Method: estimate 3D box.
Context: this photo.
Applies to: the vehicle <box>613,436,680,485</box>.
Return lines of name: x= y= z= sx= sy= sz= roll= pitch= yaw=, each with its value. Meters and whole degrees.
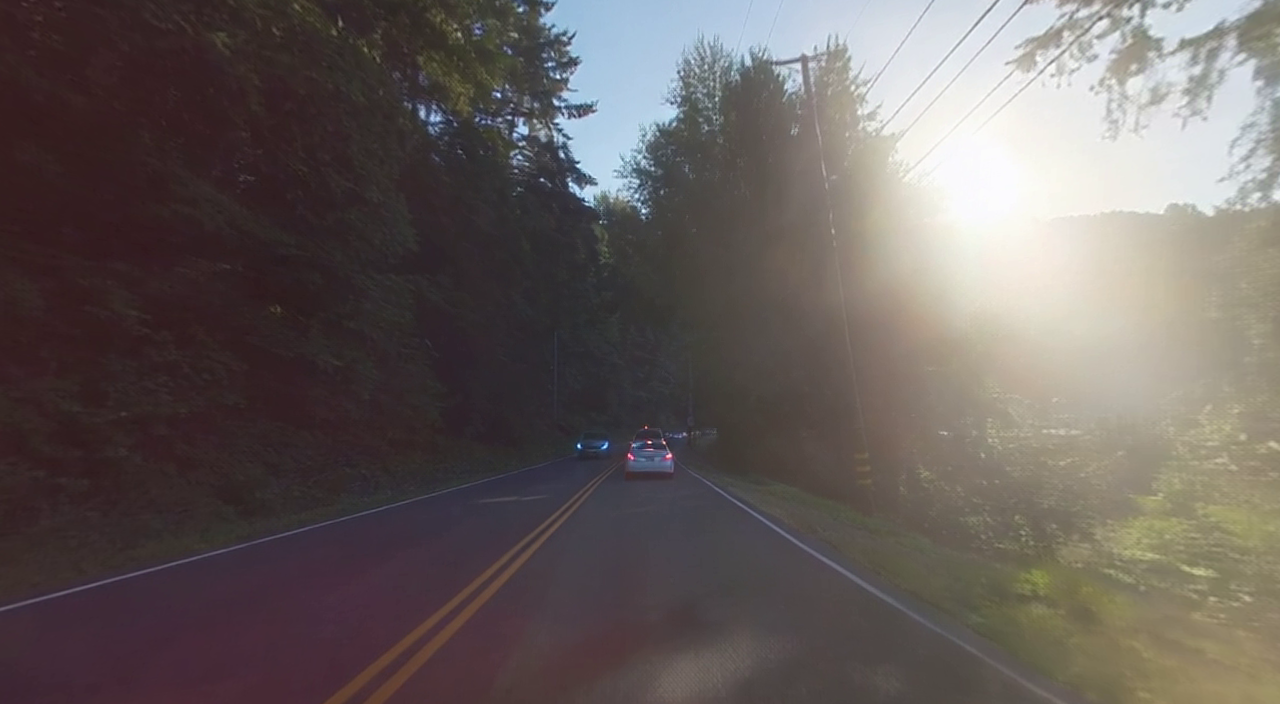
vehicle: x=0.189 y=3.672 z=21.627 sx=2.081 sy=1.503 sz=3.726 roll=0 pitch=-8 yaw=-1
